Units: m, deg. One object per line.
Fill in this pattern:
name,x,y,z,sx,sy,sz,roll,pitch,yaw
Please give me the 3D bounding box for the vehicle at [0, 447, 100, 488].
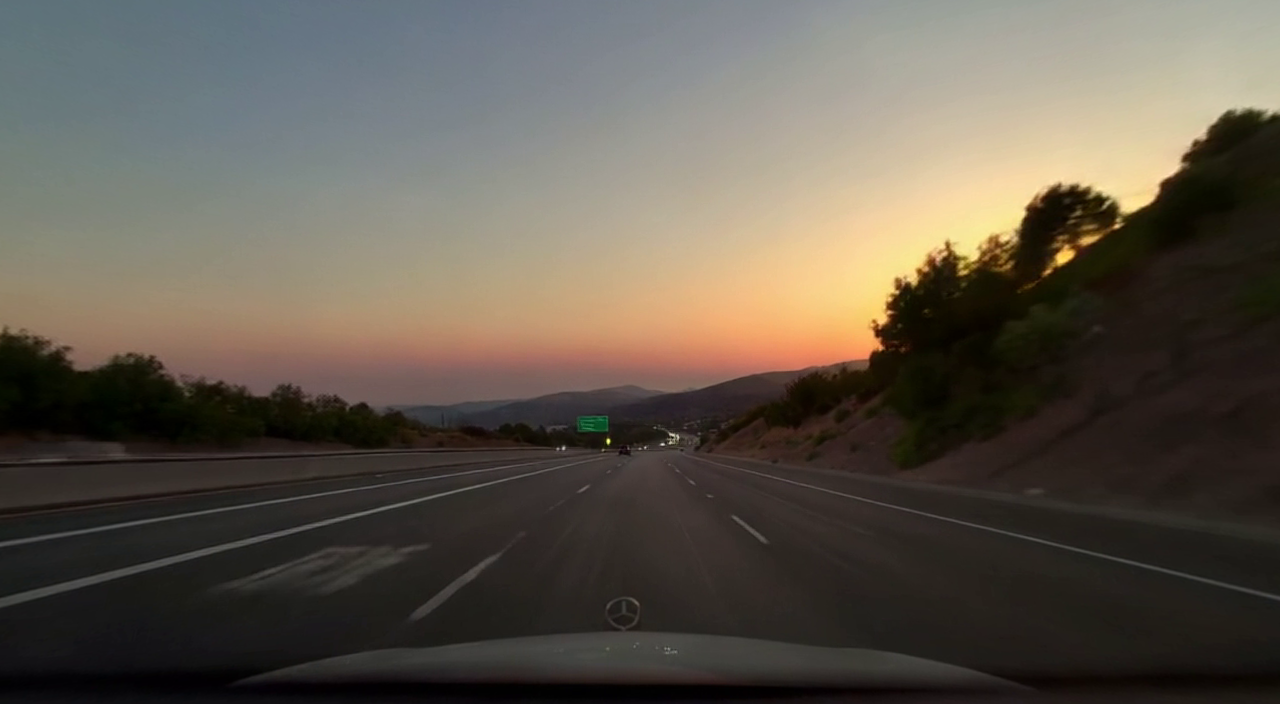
vehicle,-24.372,4.507,24.934,1.865,1.477,4.767,0,-8,0
